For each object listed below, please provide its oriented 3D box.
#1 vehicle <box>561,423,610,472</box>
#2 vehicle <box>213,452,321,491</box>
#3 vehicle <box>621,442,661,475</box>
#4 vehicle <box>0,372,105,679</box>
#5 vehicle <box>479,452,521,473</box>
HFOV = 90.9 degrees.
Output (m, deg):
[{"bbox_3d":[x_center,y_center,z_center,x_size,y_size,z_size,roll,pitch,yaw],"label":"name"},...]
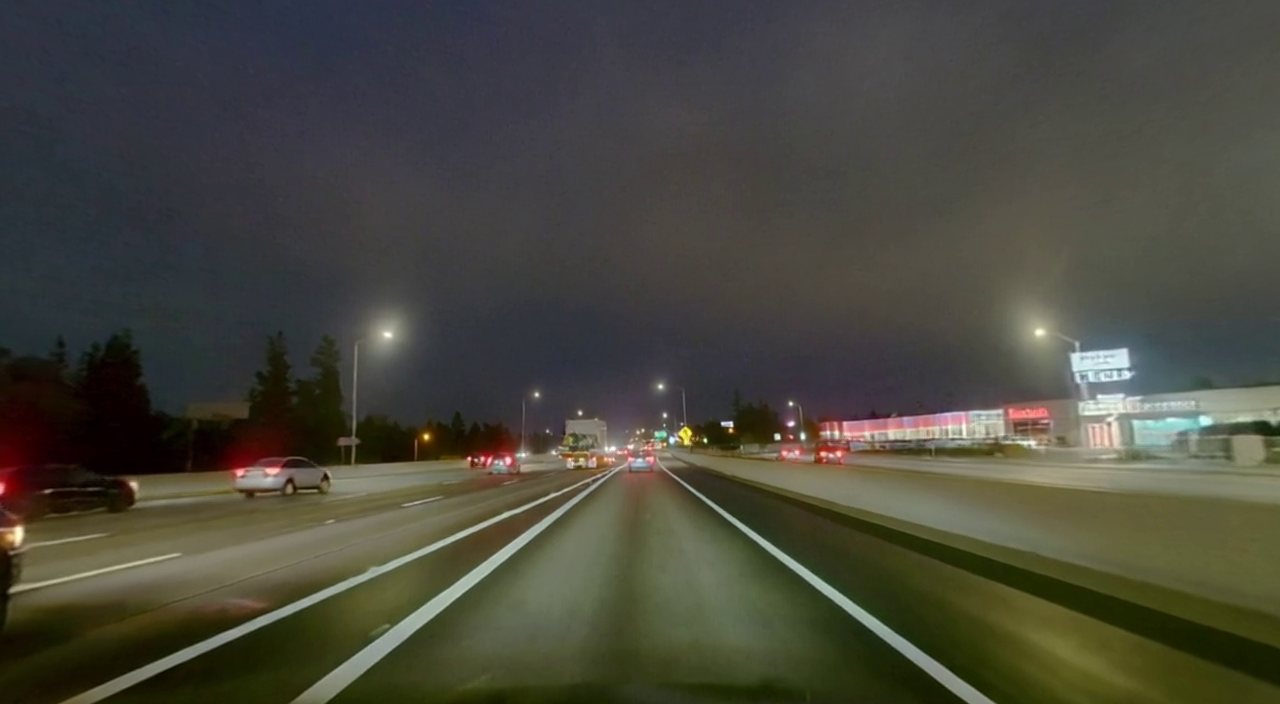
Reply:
[{"bbox_3d":[-4.061,7.395,49.113,2.796,3.426,8.553,-1,-8,2],"label":"vehicle"},{"bbox_3d":[-18.001,5.756,30.762,2.076,1.709,4.893,-1,-8,3],"label":"vehicle"},{"bbox_3d":[0.088,6.208,36.989,2.227,1.794,4.646,0,-8,1],"label":"vehicle"},{"bbox_3d":[-4.930,0.783,2.073,2.200,1.793,4.586,0,-8,2],"label":"vehicle"},{"bbox_3d":[-10.610,8.384,48.058,1.928,1.480,4.823,-1,-8,2],"label":"vehicle"}]
